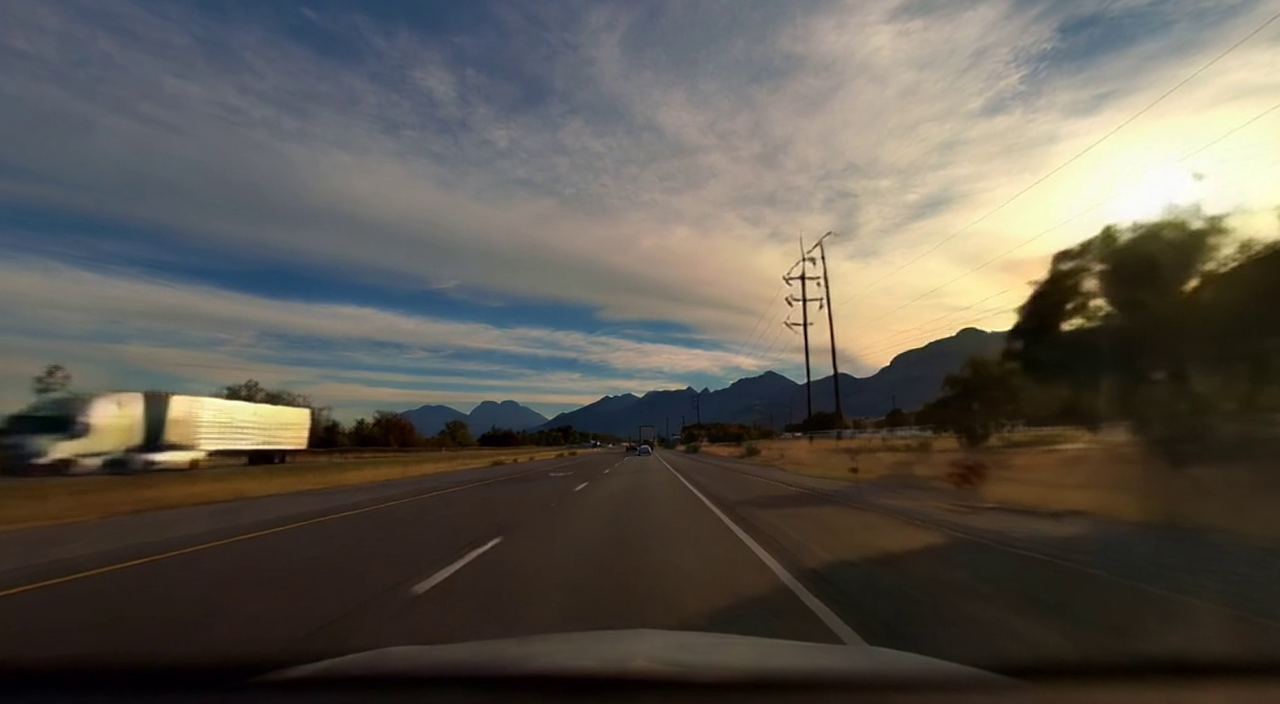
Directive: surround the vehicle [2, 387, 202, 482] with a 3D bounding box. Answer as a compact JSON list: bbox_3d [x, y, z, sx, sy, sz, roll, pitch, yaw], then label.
[{"bbox_3d":[-25.157,3.972,30.131,3.029,3.979,7.032,0,-8,1],"label":"vehicle"}]
